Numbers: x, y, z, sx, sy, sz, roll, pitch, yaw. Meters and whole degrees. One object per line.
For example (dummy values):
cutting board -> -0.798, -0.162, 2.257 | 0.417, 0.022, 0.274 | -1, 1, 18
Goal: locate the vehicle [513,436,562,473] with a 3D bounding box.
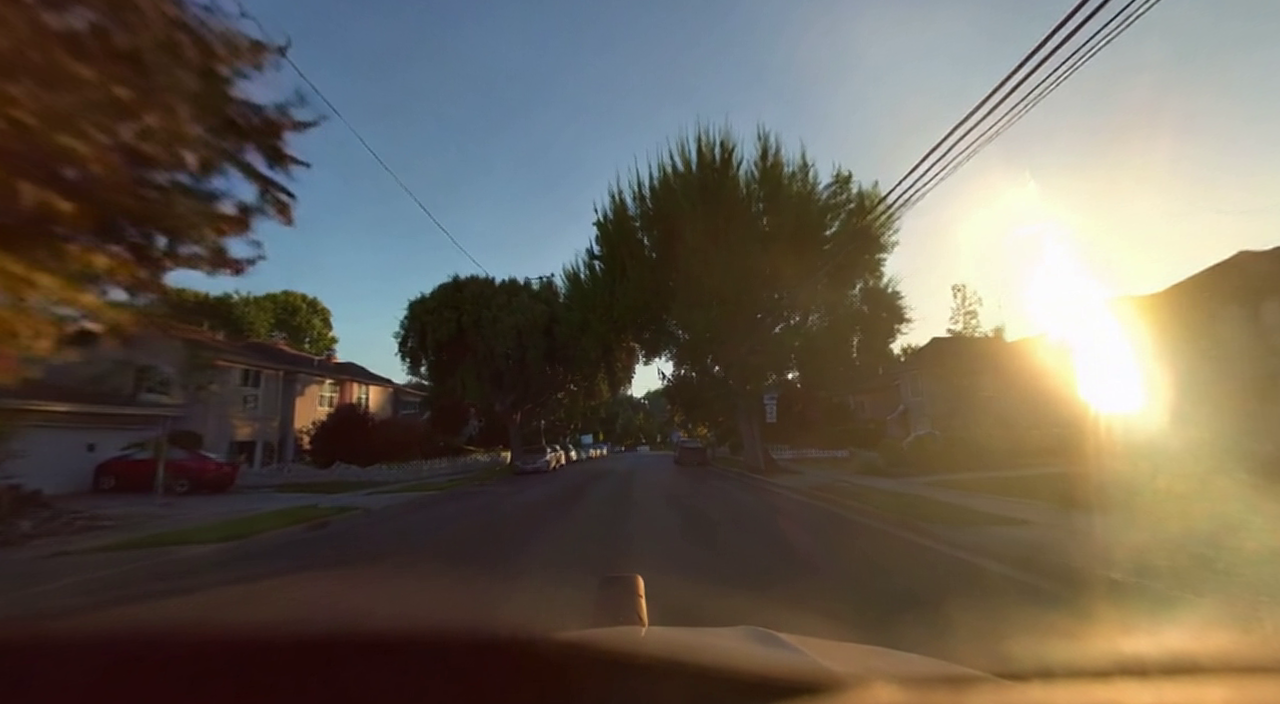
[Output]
vehicle -> -5.992, 6.005, 37.478 | 2.050, 1.911, 4.852 | -3, -7, 0

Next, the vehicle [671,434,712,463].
vehicle -> 3.593, 6.879, 45.197 | 2.407, 1.948, 6.408 | 0, -8, 0

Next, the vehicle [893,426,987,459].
vehicle -> 17.180, 5.211, 36.381 | 4.268, 1.788, 2.156 | -1, -9, 1

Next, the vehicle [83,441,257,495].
vehicle -> -16.177, 4.010, 21.966 | 4.402, 1.741, 1.951 | 0, -9, -2
